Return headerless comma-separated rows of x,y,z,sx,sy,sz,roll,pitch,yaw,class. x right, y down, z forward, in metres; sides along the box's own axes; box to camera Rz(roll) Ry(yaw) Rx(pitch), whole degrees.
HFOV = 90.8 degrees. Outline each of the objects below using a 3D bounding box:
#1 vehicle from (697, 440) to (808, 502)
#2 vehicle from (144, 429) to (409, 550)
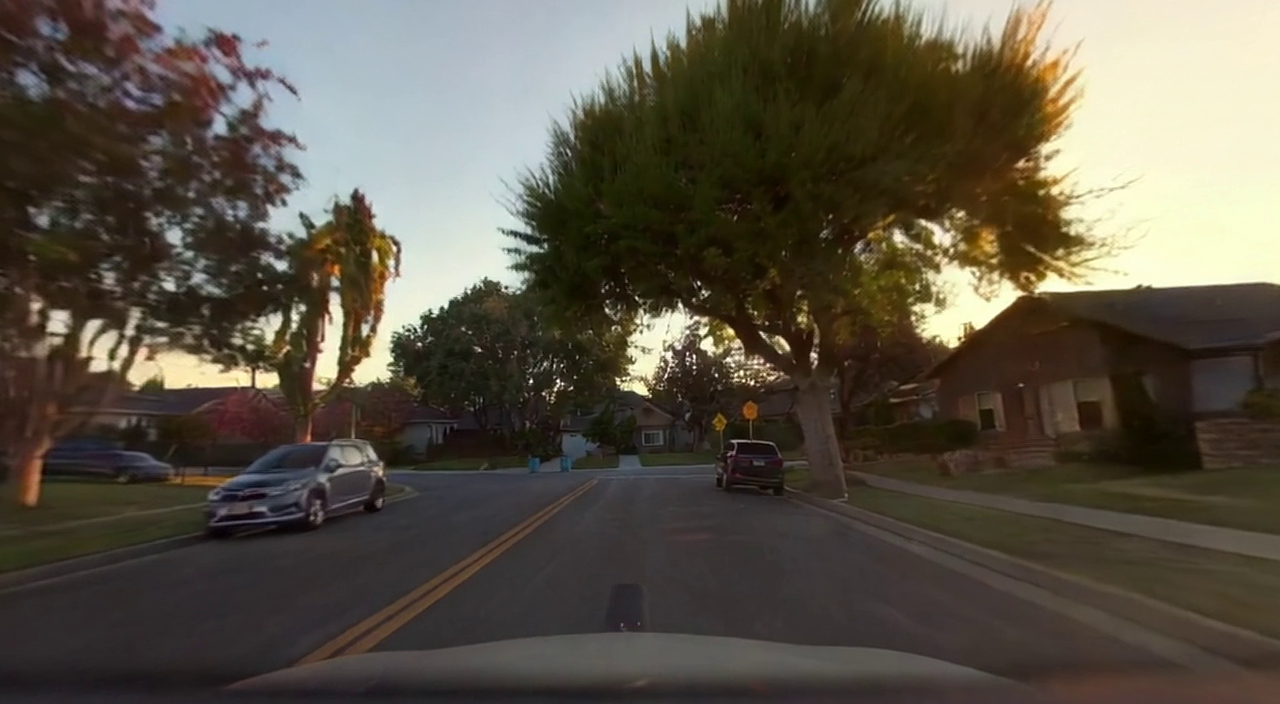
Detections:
2.968,3.258,17.767,2.167,1.479,4.597,0,-9,-1,vehicle
-6.928,2.649,13.119,2.225,1.817,5.731,-3,-8,-1,vehicle
